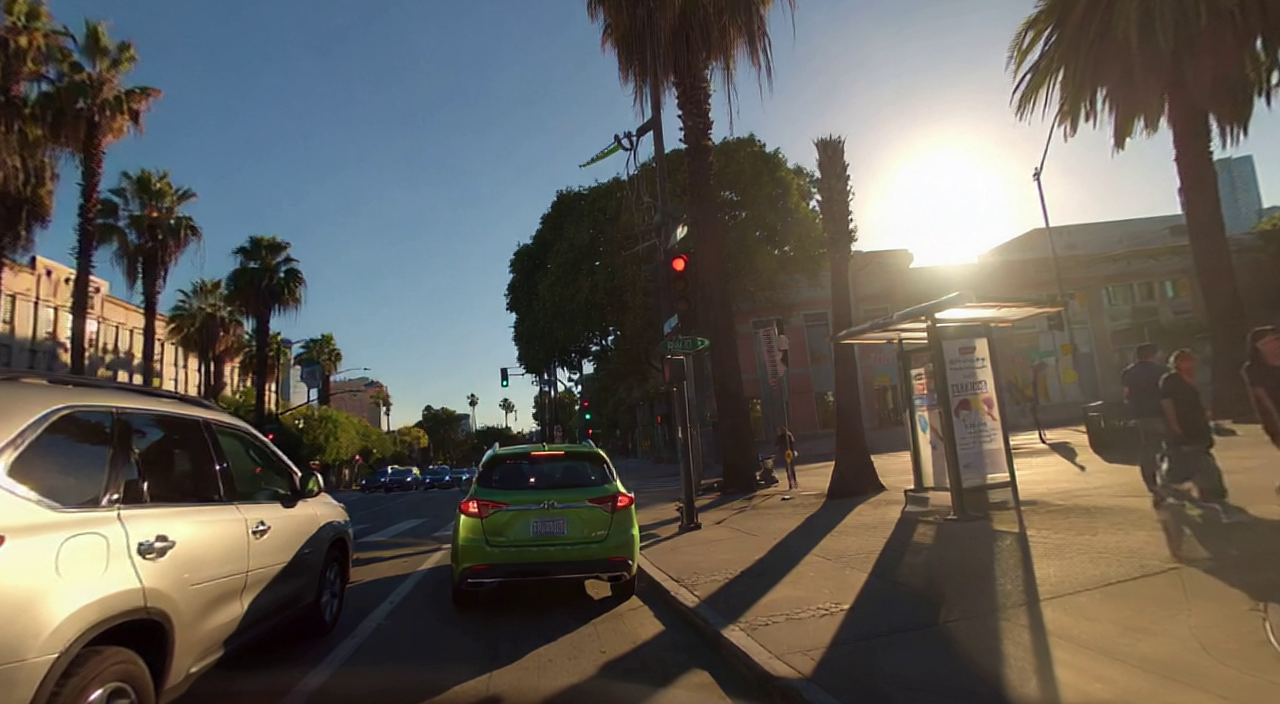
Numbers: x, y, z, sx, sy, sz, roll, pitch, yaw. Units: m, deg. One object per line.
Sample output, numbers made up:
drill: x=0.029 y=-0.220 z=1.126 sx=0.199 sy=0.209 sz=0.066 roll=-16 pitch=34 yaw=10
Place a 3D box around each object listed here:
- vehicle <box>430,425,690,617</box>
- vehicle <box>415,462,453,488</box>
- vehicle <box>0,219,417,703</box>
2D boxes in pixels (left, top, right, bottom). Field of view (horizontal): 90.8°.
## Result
vehicle: x=-1.024 y=1.650 z=7.238 sx=2.065 sy=1.467 sz=4.289 roll=2 pitch=-9 yaw=-11
vehicle: x=-14.624 y=8.687 z=44.982 sx=1.964 sy=1.642 sz=4.085 roll=1 pitch=-9 yaw=-10
vehicle: x=-2.763 y=0.907 z=3.219 sx=2.098 sy=1.851 sz=4.571 roll=1 pitch=-9 yaw=-7
